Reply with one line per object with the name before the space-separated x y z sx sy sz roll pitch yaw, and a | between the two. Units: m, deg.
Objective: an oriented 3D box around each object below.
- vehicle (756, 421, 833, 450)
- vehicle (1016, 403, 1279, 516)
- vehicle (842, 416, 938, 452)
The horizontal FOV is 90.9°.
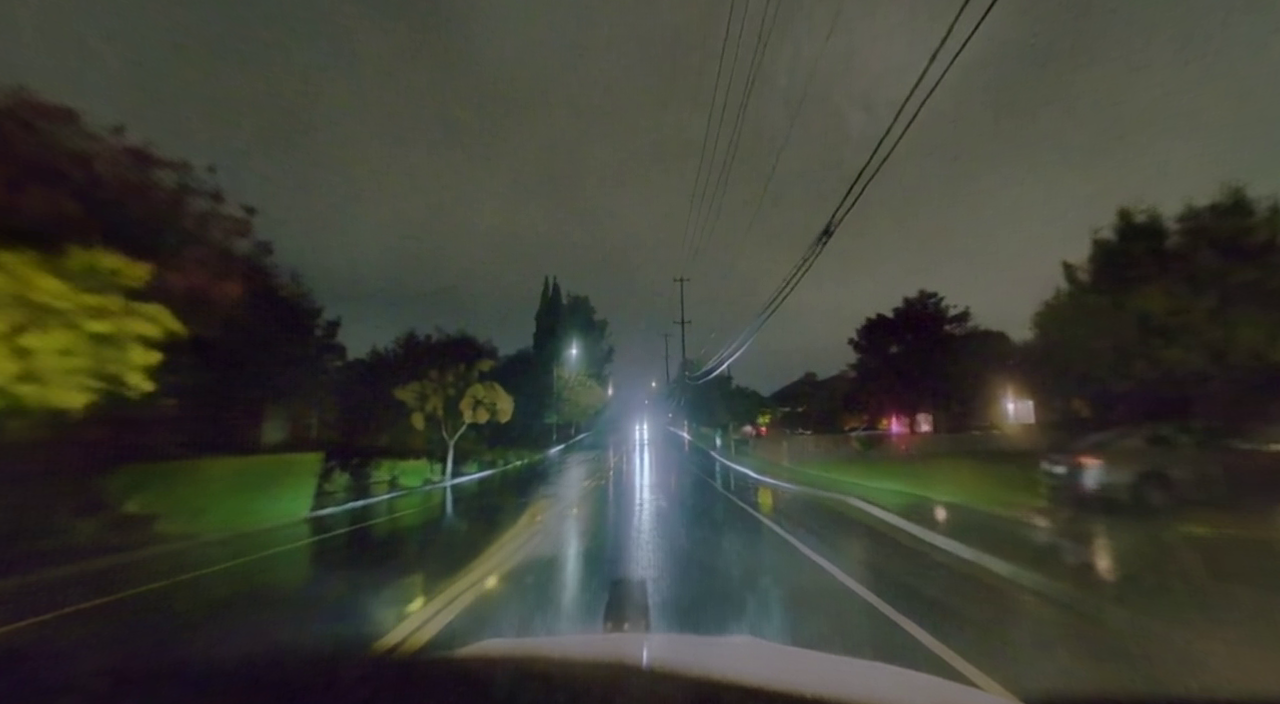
vehicle | 10.743 5.800 43.887 4.707 1.794 2.303 -4 -4 30
vehicle | 9.716 1.901 11.355 4.512 1.828 2.038 0 -8 0
vehicle | 15.124 5.013 38.139 5.046 1.548 2.174 -10 -13 24
